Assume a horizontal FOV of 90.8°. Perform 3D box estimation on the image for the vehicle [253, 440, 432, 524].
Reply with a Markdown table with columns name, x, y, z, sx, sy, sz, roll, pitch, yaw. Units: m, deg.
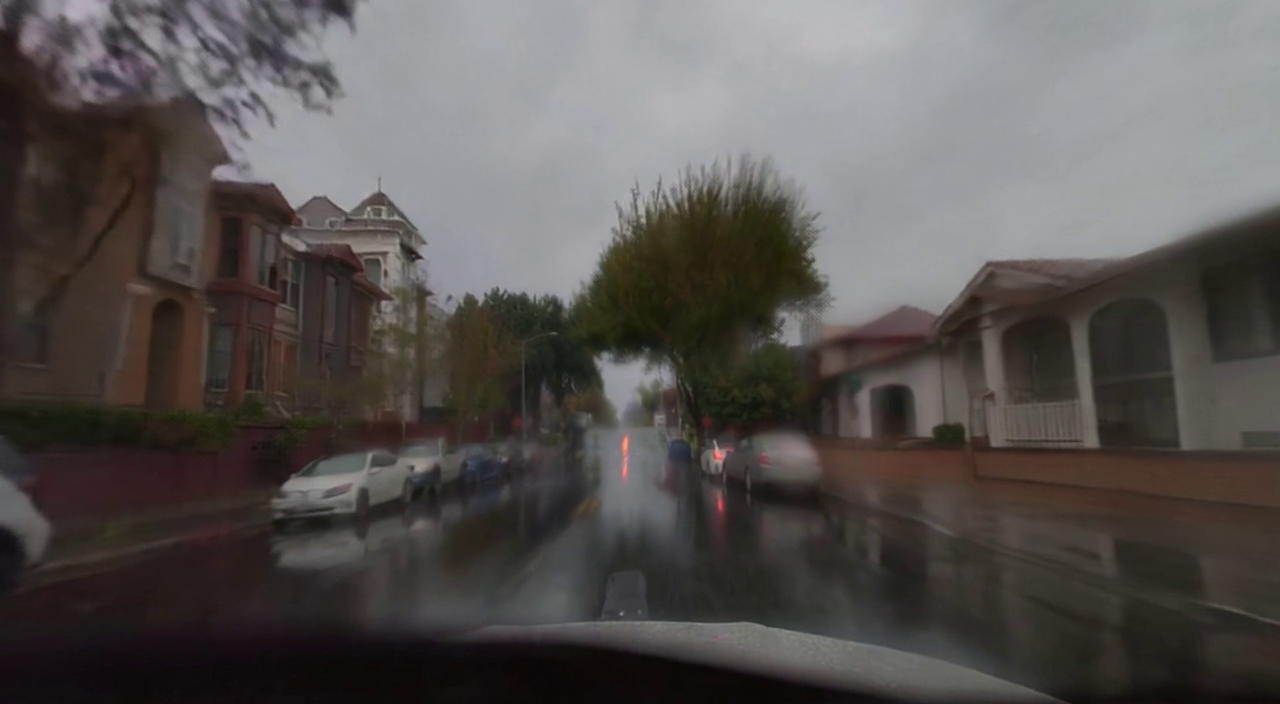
| name | x | y | z | sx | sy | sz | roll | pitch | yaw |
| --- | --- | --- | --- | --- | --- | --- | --- | --- | --- |
| vehicle | -6.086 | 2.664 | 13.555 | 2.003 | 1.489 | 4.051 | 0 | -8 | -3 |

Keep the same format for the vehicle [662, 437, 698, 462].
| name | x | y | z | sx | sy | sz | roll | pitch | yaw |
| --- | --- | --- | --- | --- | --- | --- | --- | --- | --- |
| vehicle | 2.705 | 6.652 | 43.233 | 1.966 | 1.620 | 4.187 | 0 | -8 | -3 |

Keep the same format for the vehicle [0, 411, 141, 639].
| name | x | y | z | sx | sy | sz | roll | pitch | yaw |
| --- | --- | --- | --- | --- | --- | --- | --- | --- | --- |
| vehicle | -5.748 | 1.147 | 3.696 | 1.958 | 1.682 | 4.536 | 0 | -8 | -1 |

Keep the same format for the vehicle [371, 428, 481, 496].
| name | x | y | z | sx | sy | sz | roll | pitch | yaw |
| --- | --- | --- | --- | --- | --- | --- | --- | --- | --- |
| vehicle | -6.186 | 3.292 | 18.887 | 1.830 | 1.750 | 4.502 | 1 | -10 | -2 |

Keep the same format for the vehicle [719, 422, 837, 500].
| name | x | y | z | sx | sy | sz | roll | pitch | yaw |
| --- | --- | --- | --- | --- | --- | --- | --- | --- | --- |
| vehicle | 3.431 | 2.824 | 16.698 | 1.952 | 1.738 | 4.518 | 0 | -8 | -2 |
